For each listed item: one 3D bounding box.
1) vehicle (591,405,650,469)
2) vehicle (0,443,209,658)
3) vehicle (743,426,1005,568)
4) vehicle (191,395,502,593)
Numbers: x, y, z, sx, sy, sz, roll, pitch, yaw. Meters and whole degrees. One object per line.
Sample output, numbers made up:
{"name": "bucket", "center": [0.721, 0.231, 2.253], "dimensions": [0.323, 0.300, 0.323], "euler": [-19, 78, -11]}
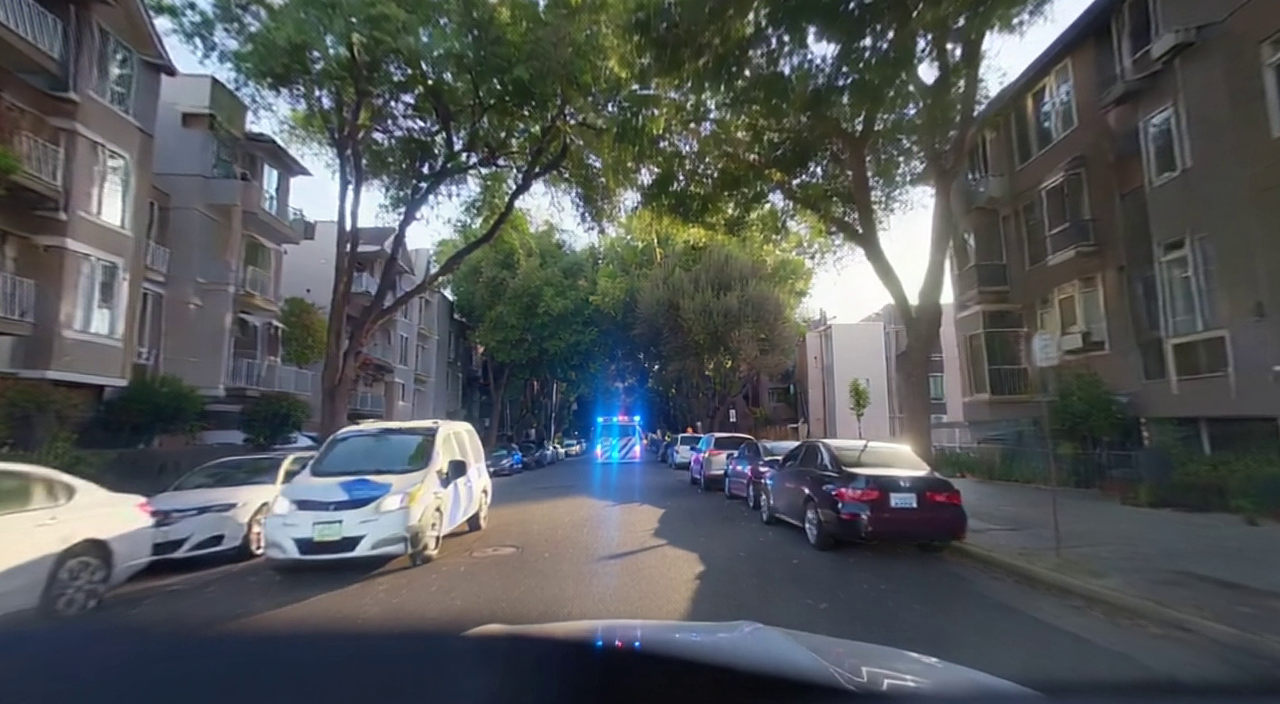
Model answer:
{"name": "vehicle", "center": [-1.082, 4.575, 33.688], "dimensions": [2.754, 3.008, 7.730], "euler": [0, -8, -2]}
{"name": "vehicle", "center": [-5.445, 1.336, 4.103], "dimensions": [2.047, 1.471, 4.647], "euler": [0, -8, -1]}
{"name": "vehicle", "center": [3.037, 1.978, 9.425], "dimensions": [2.035, 1.549, 4.373], "euler": [2, -8, -3]}
{"name": "vehicle", "center": [-3.215, 1.630, 8.111], "dimensions": [2.029, 1.802, 4.229], "euler": [-1, -8, -1]}
